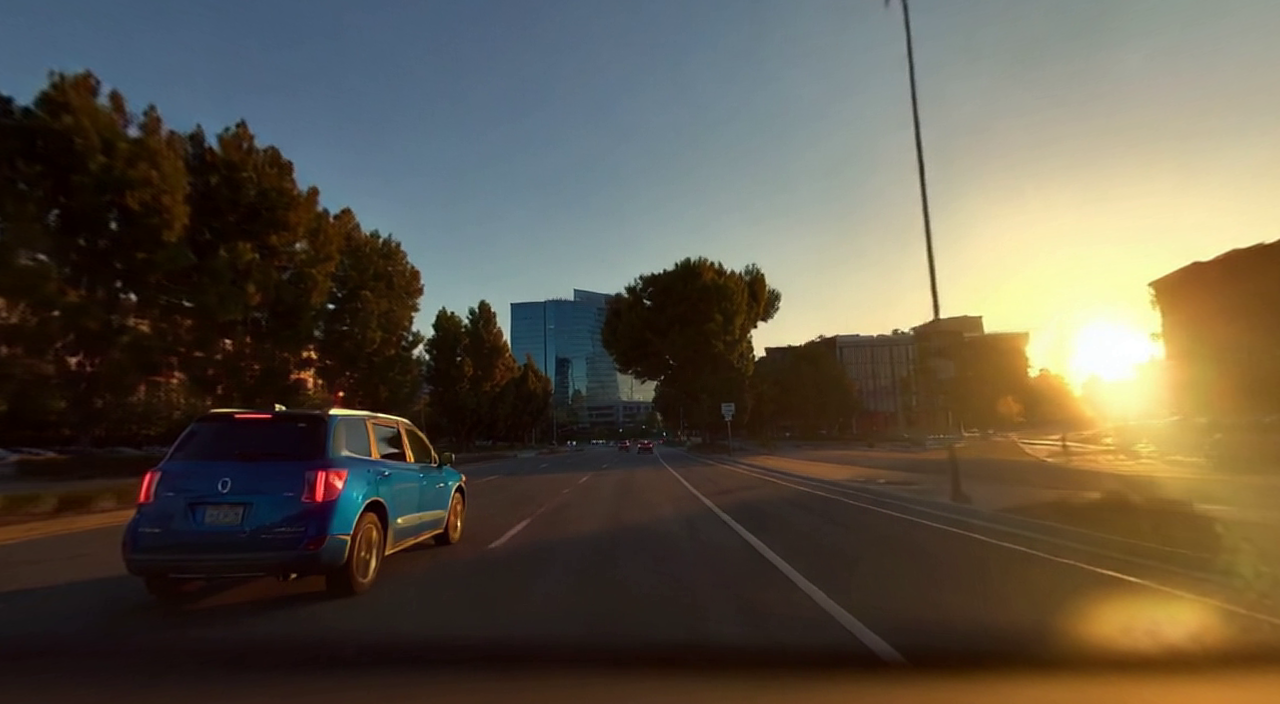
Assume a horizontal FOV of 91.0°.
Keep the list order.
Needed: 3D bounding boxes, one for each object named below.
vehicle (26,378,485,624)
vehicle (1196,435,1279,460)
[{"bbox_3d":[-3.249,1.366,6.719,2.033,1.713,4.503,0,-8,0],"label":"vehicle"},{"bbox_3d":[37.466,5.899,38.887,4.447,1.464,1.793,0,-8,0],"label":"vehicle"}]
